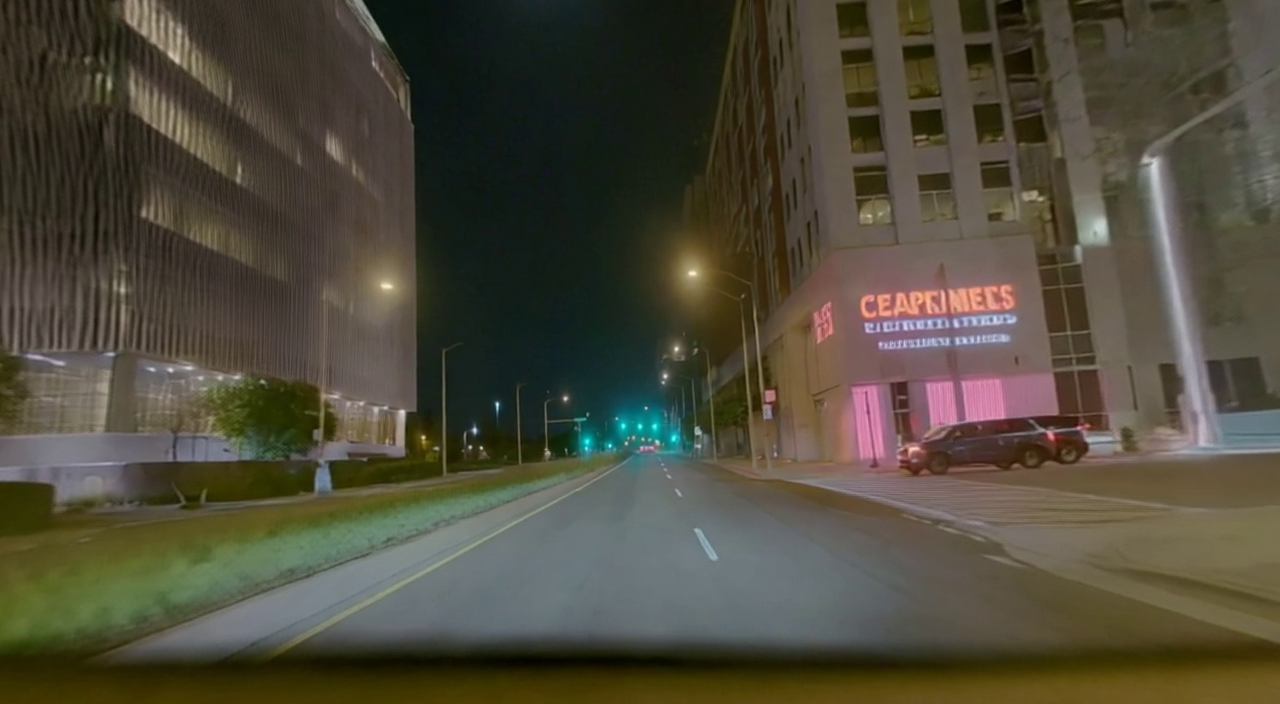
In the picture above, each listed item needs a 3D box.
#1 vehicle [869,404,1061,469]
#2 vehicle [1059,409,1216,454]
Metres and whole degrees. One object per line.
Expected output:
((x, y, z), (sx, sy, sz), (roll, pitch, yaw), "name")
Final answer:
((9.737, 2.626, 19.403), (4.694, 1.826, 2.226), (-2, -8, 11), "vehicle")
((17.876, 2.950, 23.059), (1.858, 1.480, 4.658), (0, -8, -2), "vehicle")
